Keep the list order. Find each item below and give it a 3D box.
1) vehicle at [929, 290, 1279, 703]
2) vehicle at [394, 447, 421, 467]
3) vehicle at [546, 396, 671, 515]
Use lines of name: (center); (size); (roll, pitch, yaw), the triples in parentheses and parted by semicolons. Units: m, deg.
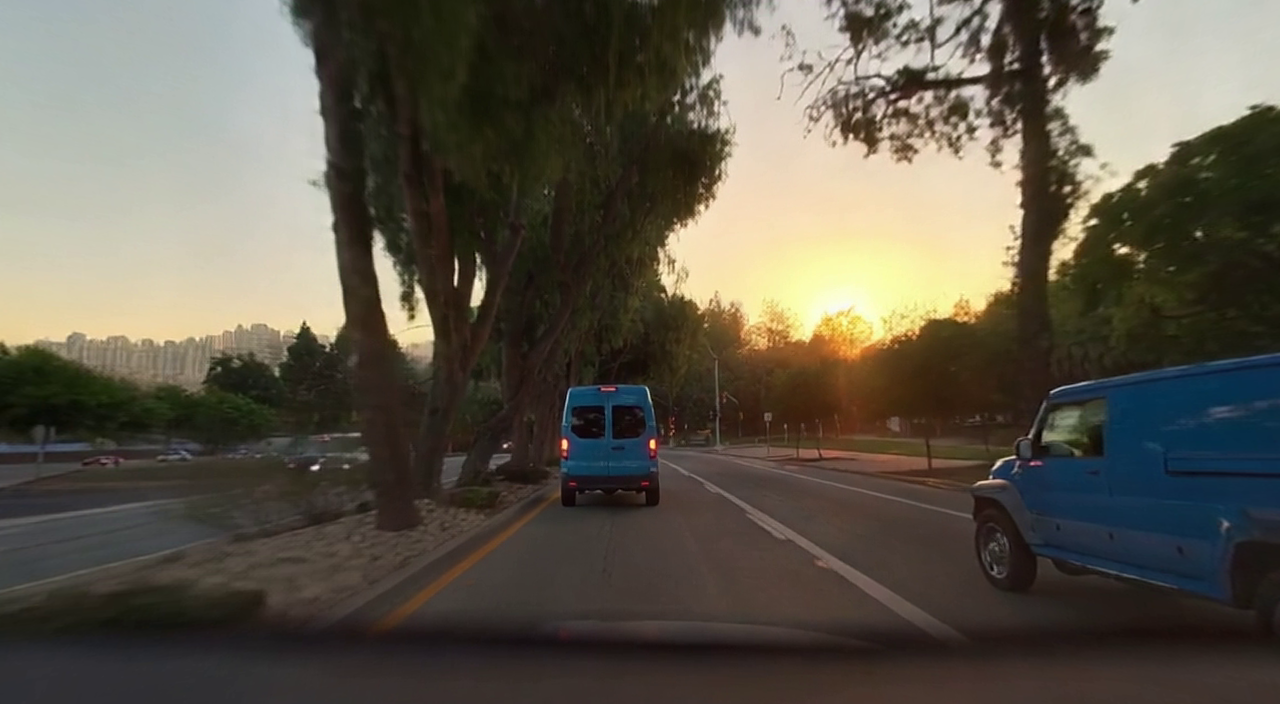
vehicle: (3.753, 0.862, 3.928); (1.988, 1.873, 3.968); (0, -9, 0)
vehicle: (-18.073, 8.163, 49.224); (1.833, 1.504, 4.141); (3, -9, -18)
vehicle: (-0.517, 2.102, 13.124); (2.145, 2.046, 4.309); (0, -9, 1)
